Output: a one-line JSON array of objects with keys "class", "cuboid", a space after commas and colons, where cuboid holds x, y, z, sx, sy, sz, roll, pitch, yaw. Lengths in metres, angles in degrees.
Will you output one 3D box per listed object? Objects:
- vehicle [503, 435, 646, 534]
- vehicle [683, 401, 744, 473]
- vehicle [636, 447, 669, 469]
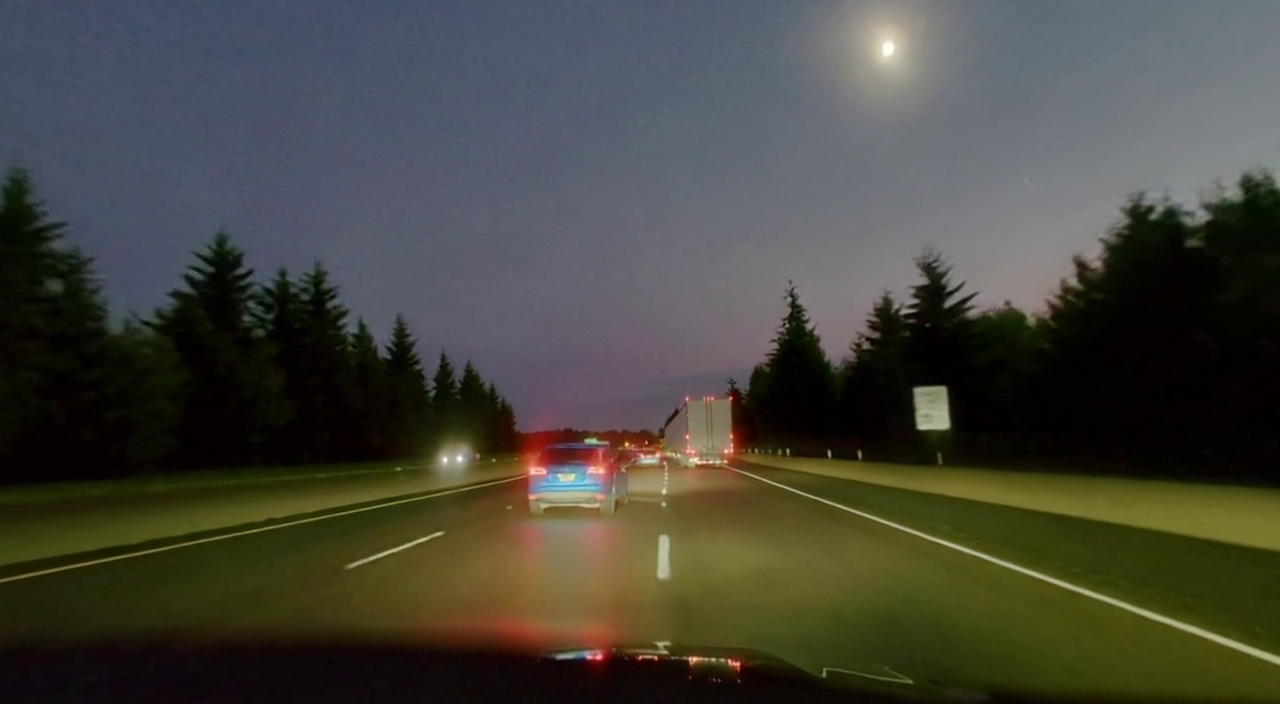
[{"class": "vehicle", "cuboid": [-1.020, 2.459, 12.305, 2.039, 1.532, 4.610, -1, -9, 3]}, {"class": "vehicle", "cuboid": [4.629, 5.905, 42.611, 2.960, 4.018, 13.834, 0, -9, 2]}, {"class": "vehicle", "cuboid": [0.915, 7.317, 43.499, 2.045, 1.430, 3.951, -1, -9, 4]}]
